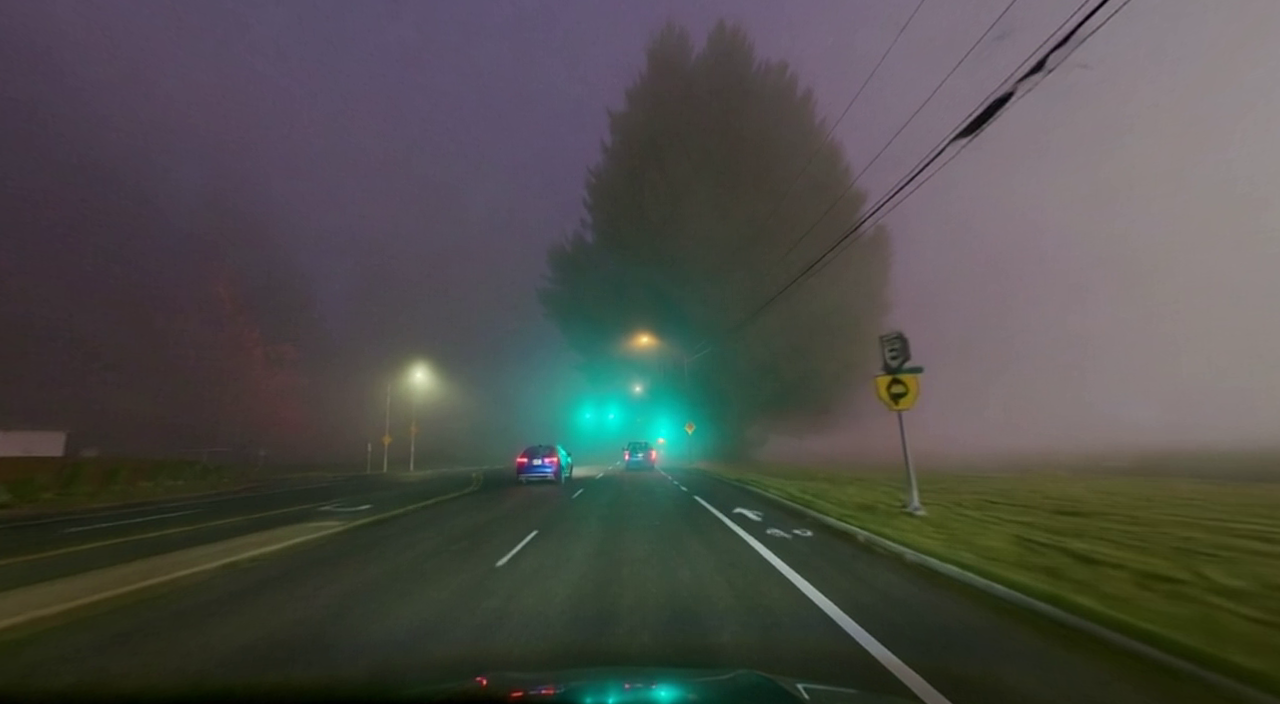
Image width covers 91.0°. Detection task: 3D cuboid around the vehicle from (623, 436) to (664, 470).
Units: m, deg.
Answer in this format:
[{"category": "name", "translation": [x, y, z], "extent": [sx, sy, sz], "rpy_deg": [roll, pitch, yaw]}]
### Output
[{"category": "vehicle", "translation": [0.114, 5.738, 35.919], "extent": [2.215, 1.799, 4.426], "rpy_deg": [0, -8, -2]}]

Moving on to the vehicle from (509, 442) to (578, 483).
[{"category": "vehicle", "translation": [-3.686, 4.292, 24.832], "extent": [2.036, 1.447, 4.044], "rpy_deg": [0, -8, 0]}]
